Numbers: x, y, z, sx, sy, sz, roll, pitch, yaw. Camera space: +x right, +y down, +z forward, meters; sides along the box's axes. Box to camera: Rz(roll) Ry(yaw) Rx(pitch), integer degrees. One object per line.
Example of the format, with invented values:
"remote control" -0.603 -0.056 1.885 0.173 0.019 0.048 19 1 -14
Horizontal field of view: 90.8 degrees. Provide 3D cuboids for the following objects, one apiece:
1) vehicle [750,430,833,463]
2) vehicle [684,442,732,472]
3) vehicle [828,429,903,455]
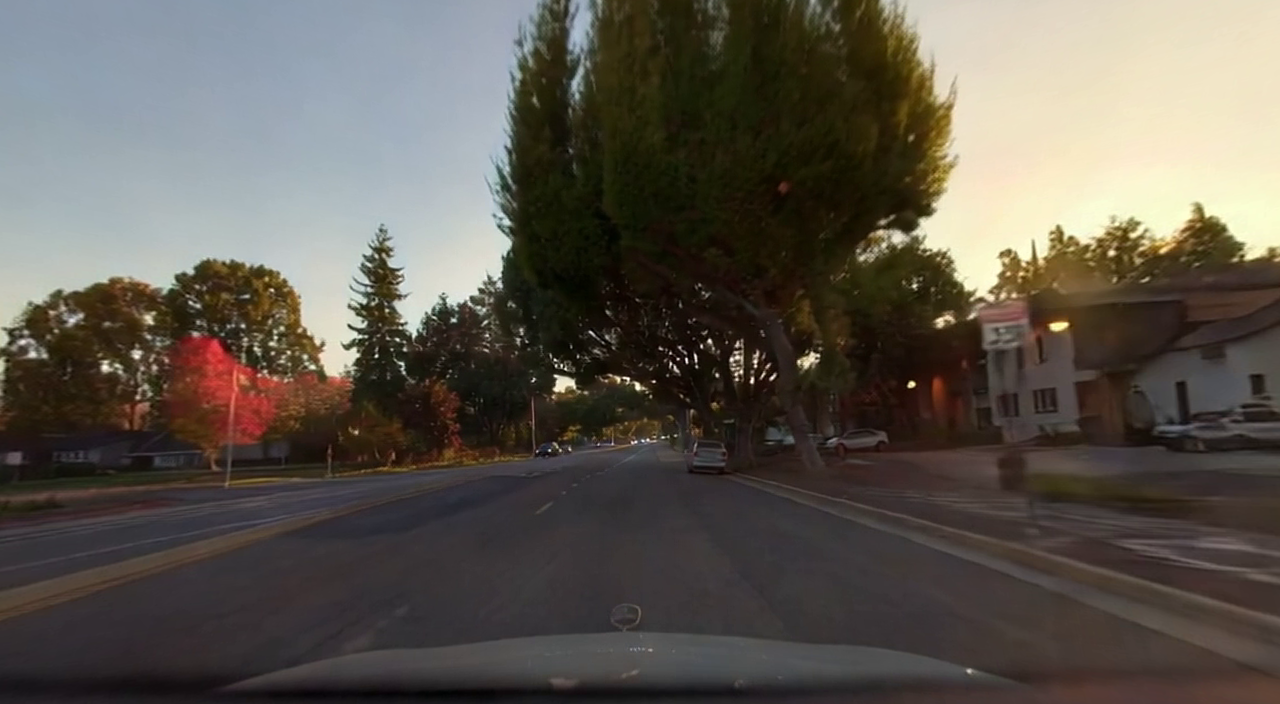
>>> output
"vehicle" 10.868 6.838 45.712 5.369 1.860 2.163 -5 -9 3
"vehicle" 3.621 5.695 34.536 2.080 1.503 4.821 0 -8 0
"vehicle" 15.102 6.058 42.515 4.290 1.717 2.013 -1 -8 6
